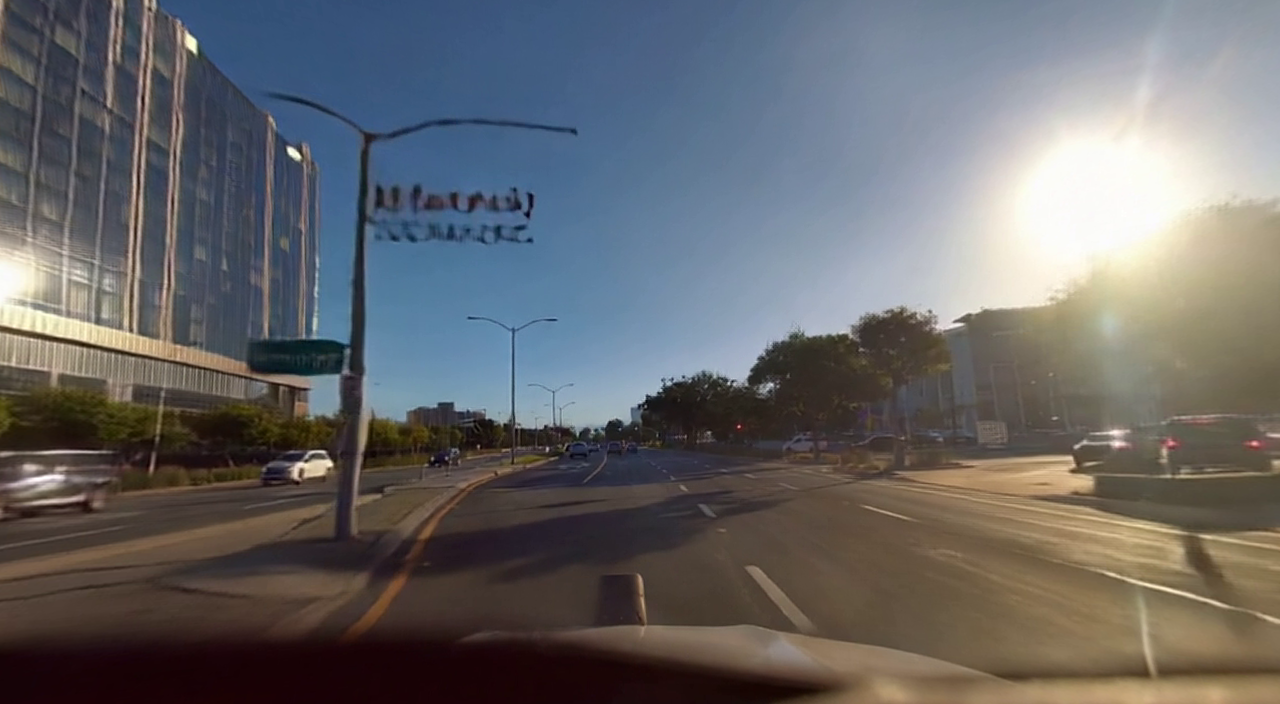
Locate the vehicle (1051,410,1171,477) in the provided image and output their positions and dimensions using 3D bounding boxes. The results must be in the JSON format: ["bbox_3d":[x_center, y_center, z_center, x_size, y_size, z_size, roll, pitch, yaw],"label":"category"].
[{"bbox_3d":[22.135,4.253,29.648,5.332,2.719,2.336,1,-9,-31],"label":"vehicle"}]

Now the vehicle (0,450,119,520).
[{"bbox_3d":[-18.256,3.824,18.328,2.041,1.826,4.878,-1,-8,1],"label":"vehicle"}]

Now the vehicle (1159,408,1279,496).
[{"bbox_3d":[17.235,2.811,18.243,1.686,2.284,3.164,-1,-7,1],"label":"vehicle"}]

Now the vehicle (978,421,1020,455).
[{"bbox_3d":[25.092,6.060,44.207,1.246,2.287,2.709,-1,-9,2],"label":"vehicle"}]

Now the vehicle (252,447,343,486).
[{"bbox_3d":[-18.473,6.159,34.379,2.284,1.801,4.822,-2,-8,0],"label":"vehicle"}]
